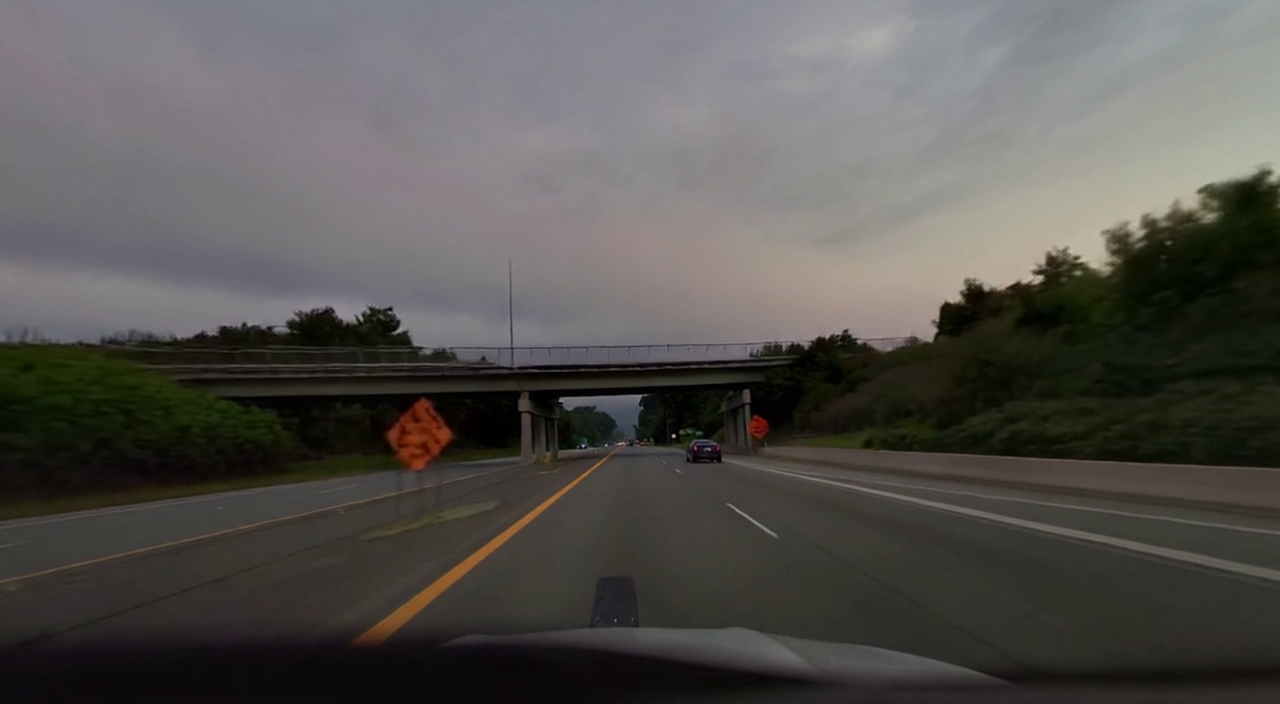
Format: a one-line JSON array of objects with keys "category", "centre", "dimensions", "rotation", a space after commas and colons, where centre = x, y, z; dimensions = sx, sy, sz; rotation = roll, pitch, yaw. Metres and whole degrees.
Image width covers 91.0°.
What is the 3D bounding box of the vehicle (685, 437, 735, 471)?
[{"category": "vehicle", "centre": [3.176, 4.669, 29.026], "dimensions": [1.781, 1.470, 3.540], "rotation": [0, -8, -2]}]
